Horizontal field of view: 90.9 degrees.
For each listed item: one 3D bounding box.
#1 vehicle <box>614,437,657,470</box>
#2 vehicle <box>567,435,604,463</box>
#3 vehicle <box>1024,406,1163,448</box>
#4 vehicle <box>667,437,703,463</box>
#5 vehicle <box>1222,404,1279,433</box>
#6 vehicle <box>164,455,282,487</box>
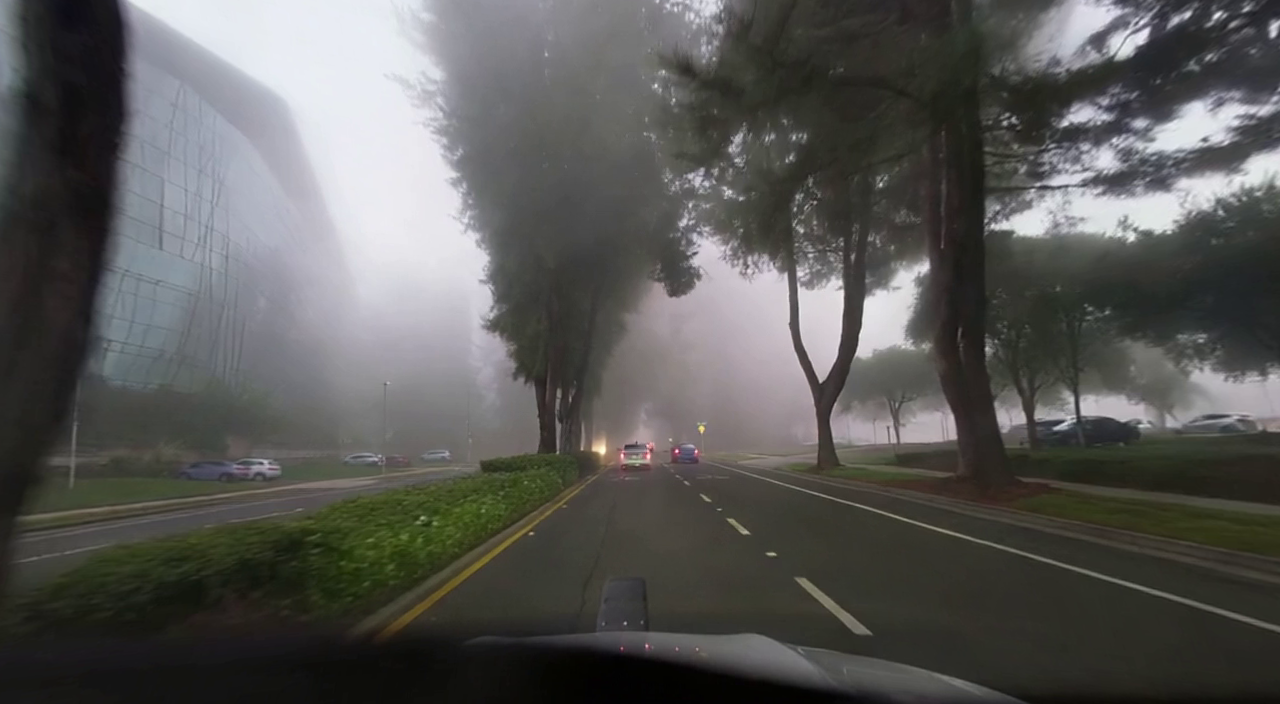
[{"bbox_3d":[-0.225,5.378,33.518,2.109,1.612,3.963,0,-8,0],"label":"vehicle"},{"bbox_3d":[-4.041,7.340,47.698,2.301,1.946,5.199,0,-8,1],"label":"vehicle"},{"bbox_3d":[20.781,3.482,29.067,4.632,1.582,2.071,-4,-8,4],"label":"vehicle"},{"bbox_3d":[3.125,6.946,44.864,2.189,1.766,4.495,0,-8,-1],"label":"vehicle"},{"bbox_3d":[35.578,3.688,35.089,4.226,1.495,1.893,-1,-9,3],"label":"vehicle"},{"bbox_3d":[-21.179,6.058,32.205,4.568,1.497,1.902,1,-9,-8],"label":"vehicle"}]
